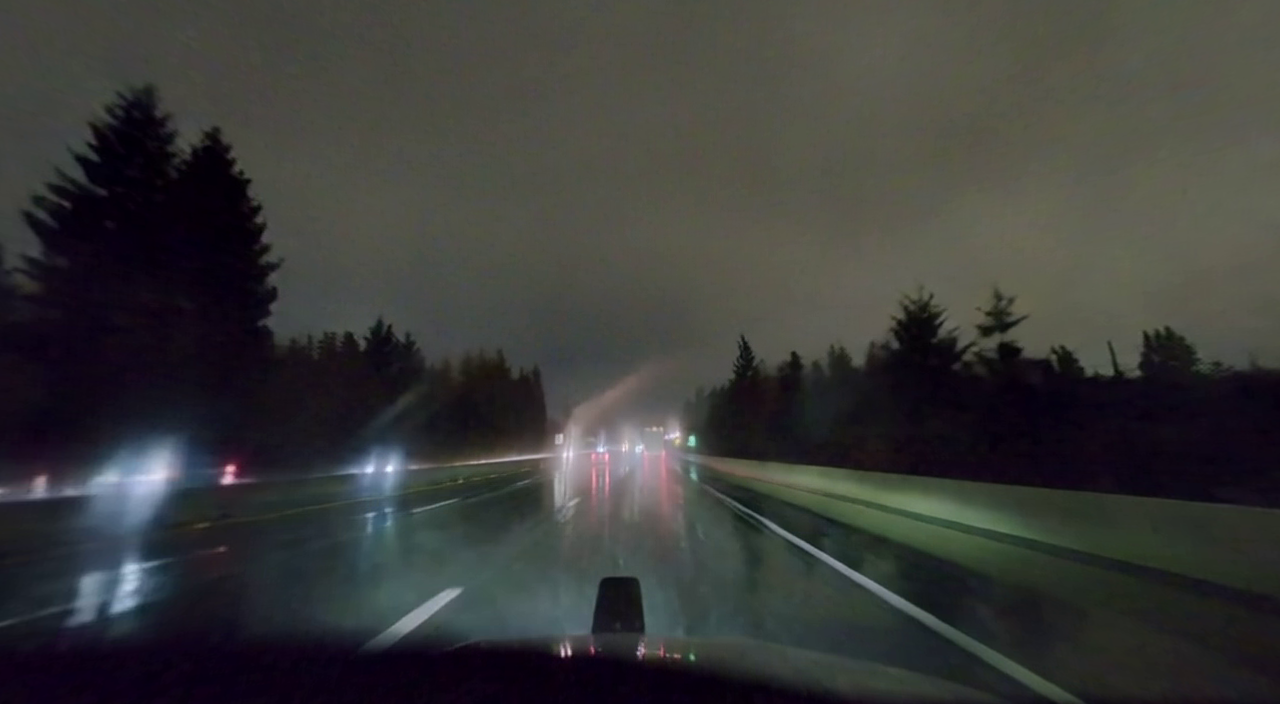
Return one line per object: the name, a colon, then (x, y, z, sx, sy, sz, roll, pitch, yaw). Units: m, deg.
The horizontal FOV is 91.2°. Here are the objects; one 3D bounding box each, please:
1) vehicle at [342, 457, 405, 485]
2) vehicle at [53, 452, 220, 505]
vehicle: (-15.409, 6.919, 36.518, 1.879, 1.459, 3.901, 0, -9, 1)
vehicle: (-19.383, 4.837, 24.557, 2.088, 1.792, 5.243, 0, -9, 1)
